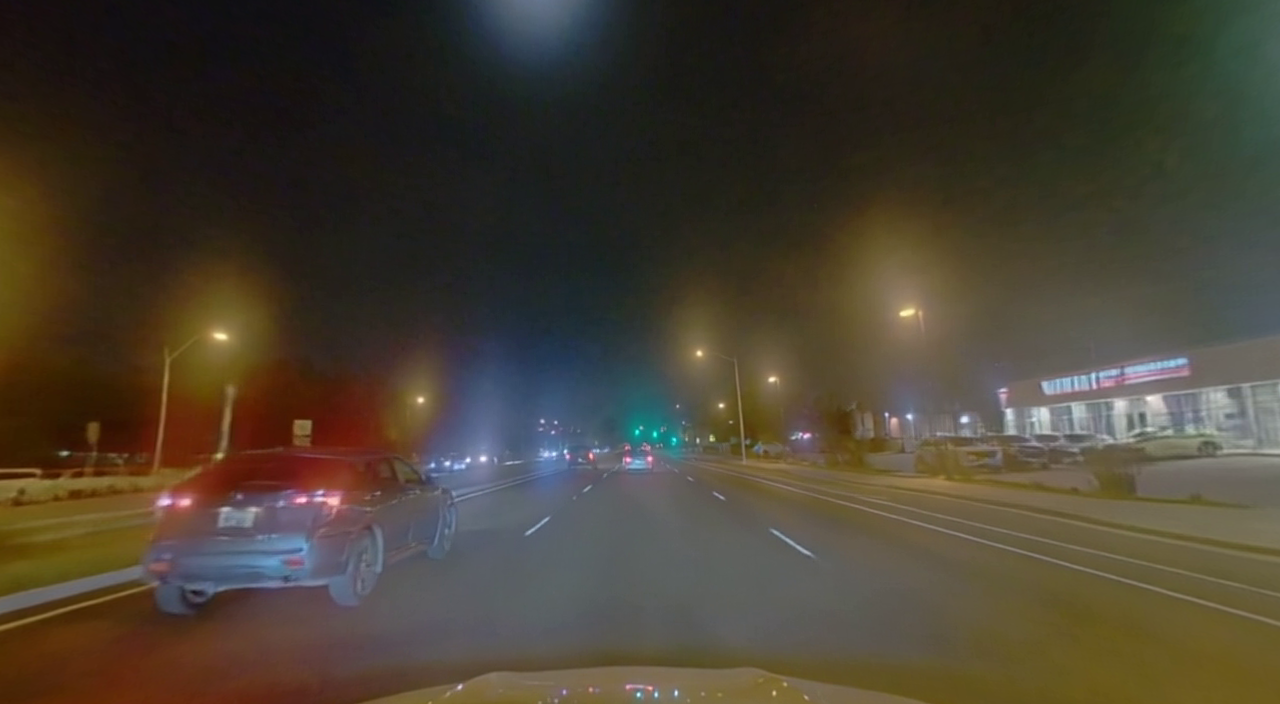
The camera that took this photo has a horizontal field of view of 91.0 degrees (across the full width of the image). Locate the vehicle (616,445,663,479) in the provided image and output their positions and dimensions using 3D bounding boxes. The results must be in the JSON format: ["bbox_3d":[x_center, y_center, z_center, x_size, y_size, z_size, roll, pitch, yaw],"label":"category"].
[{"bbox_3d":[-0.020,5.053,29.128,2.019,1.459,4.005,0,-9,0],"label":"vehicle"}]

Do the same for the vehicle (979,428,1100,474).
[{"bbox_3d":[16.227,4.067,25.957,1.930,1.713,4.756,0,-9,1],"label":"vehicle"}]

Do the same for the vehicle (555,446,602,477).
[{"bbox_3d":[-3.140,5.679,33.028,1.939,1.496,4.309,0,-9,1],"label":"vehicle"}]

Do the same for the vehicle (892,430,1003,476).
[{"bbox_3d":[12.973,4.328,27.044,2.072,1.769,5.000,0,-9,-2],"label":"vehicle"}]

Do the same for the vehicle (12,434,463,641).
[{"bbox_3d":[-3.548,1.685,6.796,2.003,1.488,4.282,0,-9,0],"label":"vehicle"}]

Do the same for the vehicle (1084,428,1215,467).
[{"bbox_3d":[21.456,4.064,26.796,1.807,1.519,4.550,0,-9,1],"label":"vehicle"}]

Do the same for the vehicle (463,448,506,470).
[{"bbox_3d":[-12.162,8.335,49.442,2.075,1.636,4.464,-1,-9,2],"label":"vehicle"}]
